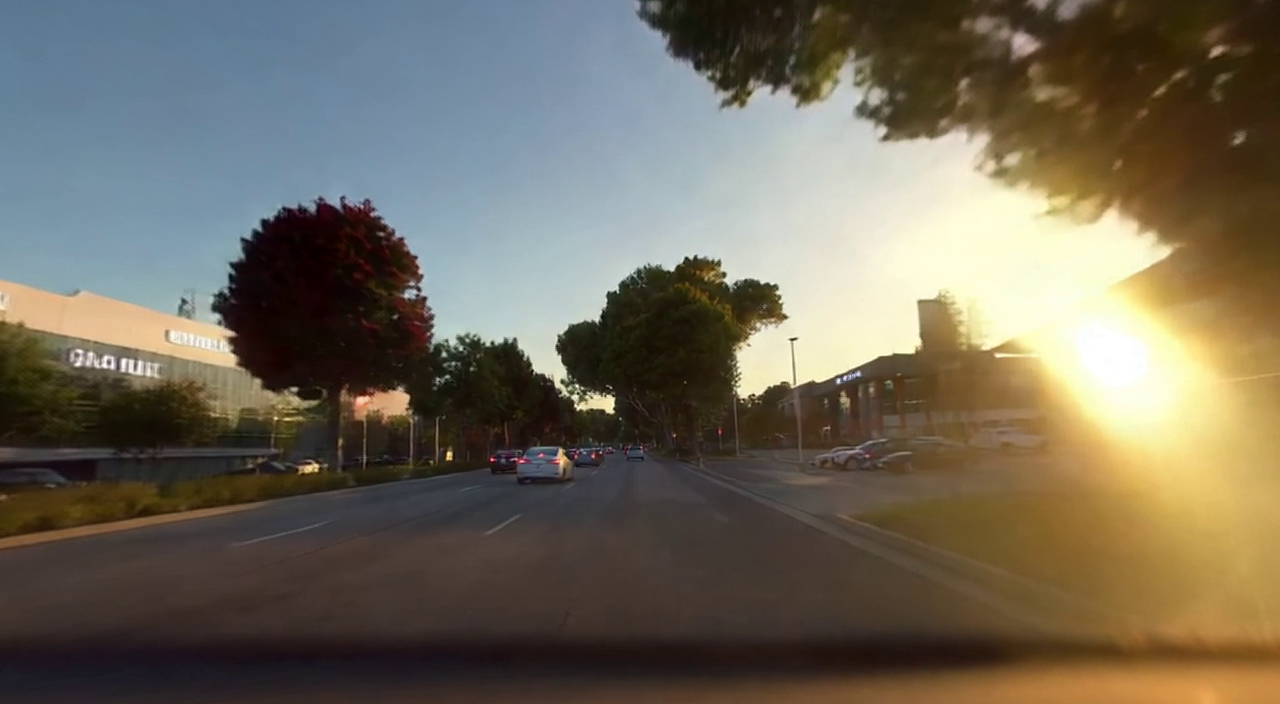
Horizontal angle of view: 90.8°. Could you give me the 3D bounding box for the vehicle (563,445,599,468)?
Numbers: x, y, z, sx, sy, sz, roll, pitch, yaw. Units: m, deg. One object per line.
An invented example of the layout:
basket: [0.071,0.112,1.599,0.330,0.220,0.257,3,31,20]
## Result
vehicle: [-3.900,6.958,42.244,1.971,1.414,4.317,0,-8,1]

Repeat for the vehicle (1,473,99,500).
vehicle: [-37.075,8.460,39.781,4.232,1.578,1.759,1,-9,-2]

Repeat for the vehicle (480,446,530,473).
vehicle: [-8.169,6.501,38.596,1.976,1.497,4.709,0,-8,1]

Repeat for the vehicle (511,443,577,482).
vehicle: [-3.962,4.636,26.969,2.011,1.483,4.596,0,-8,1]

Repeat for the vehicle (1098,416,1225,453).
vehicle: [25.121,4.013,30.563,4.154,1.662,2.113,-1,-8,1]

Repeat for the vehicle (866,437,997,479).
vehicle: [12.991,4.740,28.395,4.790,1.439,2.034,-5,-8,1]

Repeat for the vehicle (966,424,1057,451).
vehicle: [25.480,5.894,43.452,4.939,1.818,1.989,1,-8,-1]
